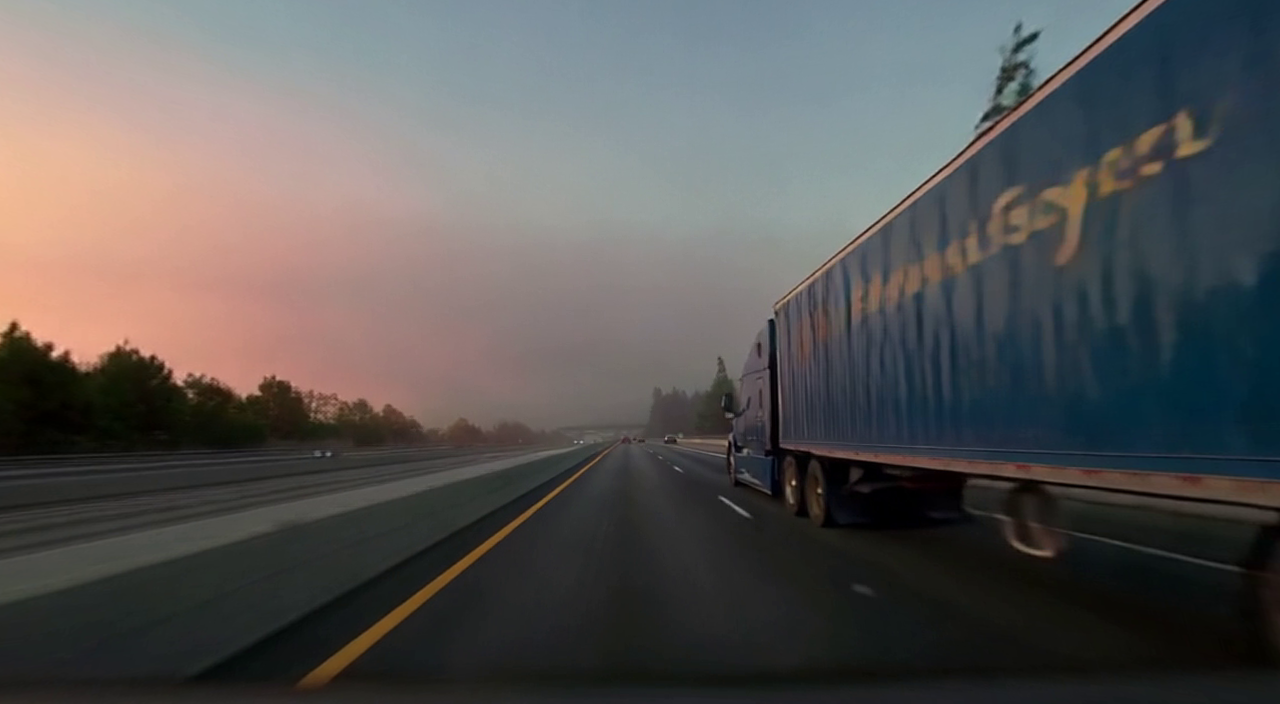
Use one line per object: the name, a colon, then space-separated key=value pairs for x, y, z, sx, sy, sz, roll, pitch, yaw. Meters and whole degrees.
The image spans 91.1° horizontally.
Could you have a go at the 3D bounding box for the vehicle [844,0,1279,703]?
vehicle: x=4.166 y=-0.128 z=3.703 sx=2.888 sy=3.866 sz=8.380 roll=0 pitch=-8 yaw=-1
